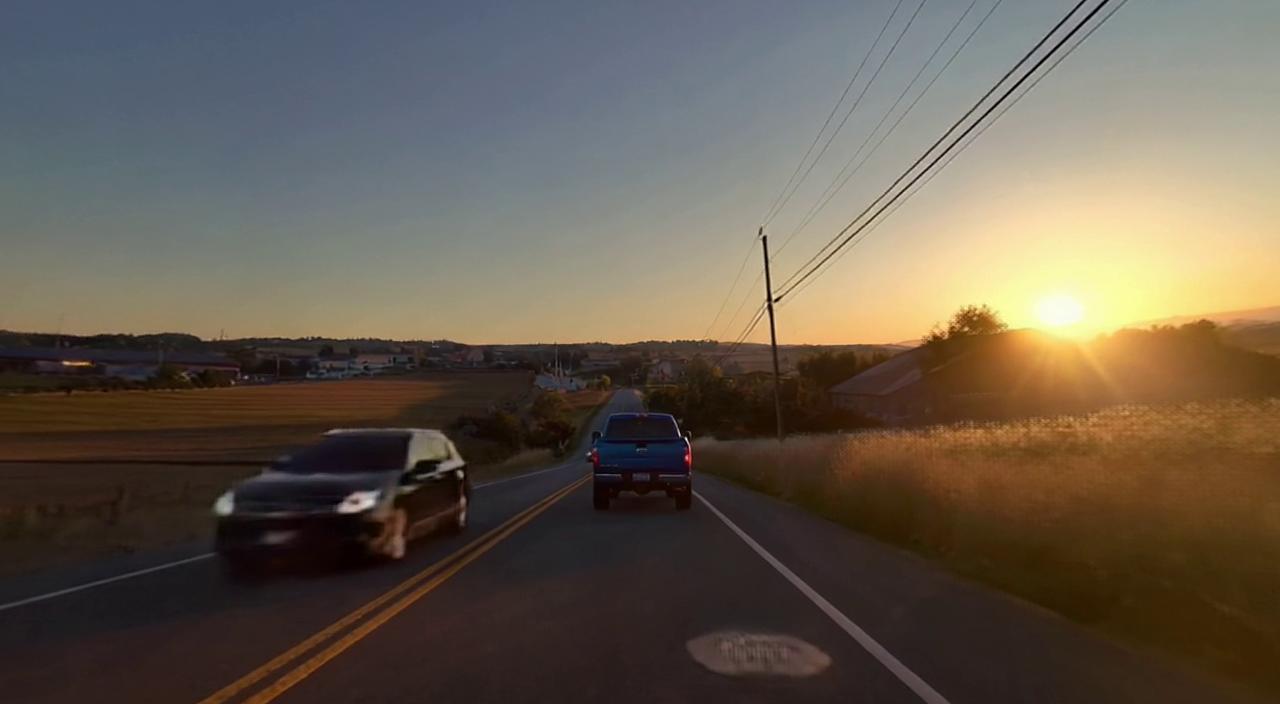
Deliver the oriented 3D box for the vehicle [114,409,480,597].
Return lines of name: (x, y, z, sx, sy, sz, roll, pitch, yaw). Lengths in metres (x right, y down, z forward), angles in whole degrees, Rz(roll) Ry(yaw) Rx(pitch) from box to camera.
vehicle: (-3.817, 1.764, 8.347, 2.122, 1.729, 4.783, 0, -8, 0)

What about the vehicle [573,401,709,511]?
vehicle: (-0.054, 2.770, 17.255, 2.912, 2.320, 7.292, 0, -8, -1)
